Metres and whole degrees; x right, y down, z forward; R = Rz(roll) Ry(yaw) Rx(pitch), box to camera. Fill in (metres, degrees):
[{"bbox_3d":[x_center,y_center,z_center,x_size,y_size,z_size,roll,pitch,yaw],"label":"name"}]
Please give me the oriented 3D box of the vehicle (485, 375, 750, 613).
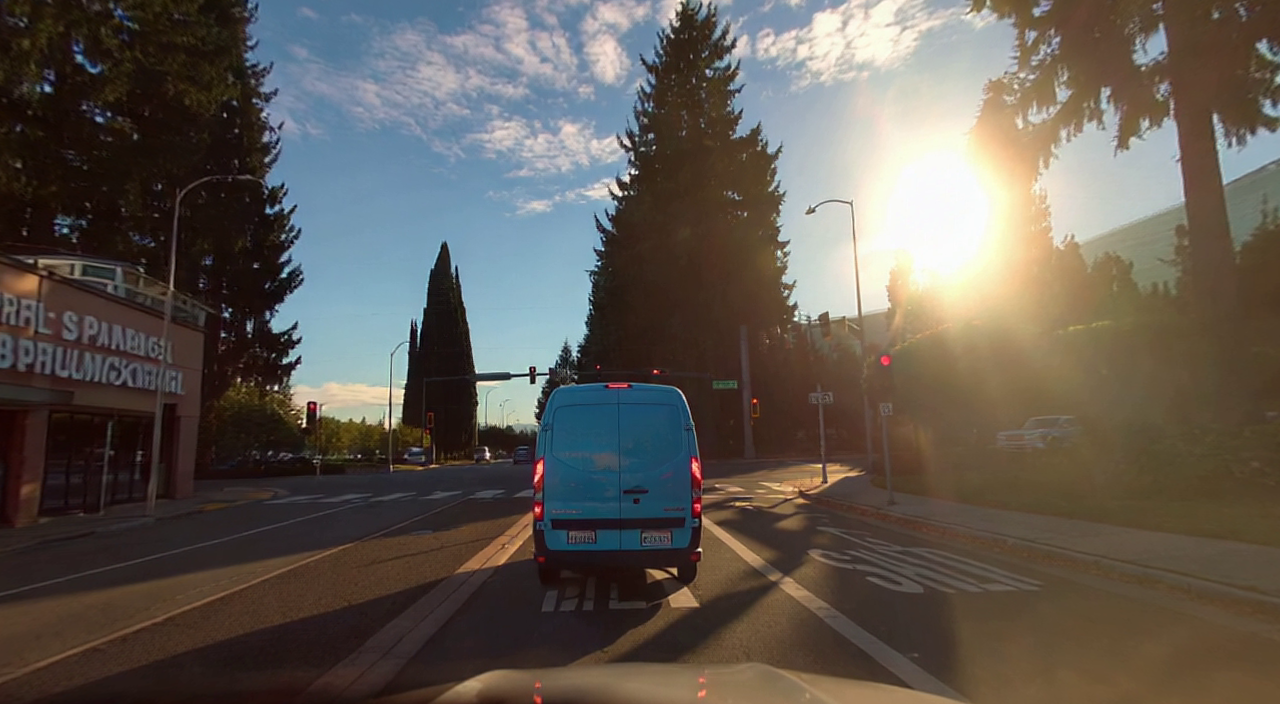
[{"bbox_3d":[-0.307,1.469,7.285,2.181,1.949,3.932,1,-9,-4],"label":"vehicle"}]
